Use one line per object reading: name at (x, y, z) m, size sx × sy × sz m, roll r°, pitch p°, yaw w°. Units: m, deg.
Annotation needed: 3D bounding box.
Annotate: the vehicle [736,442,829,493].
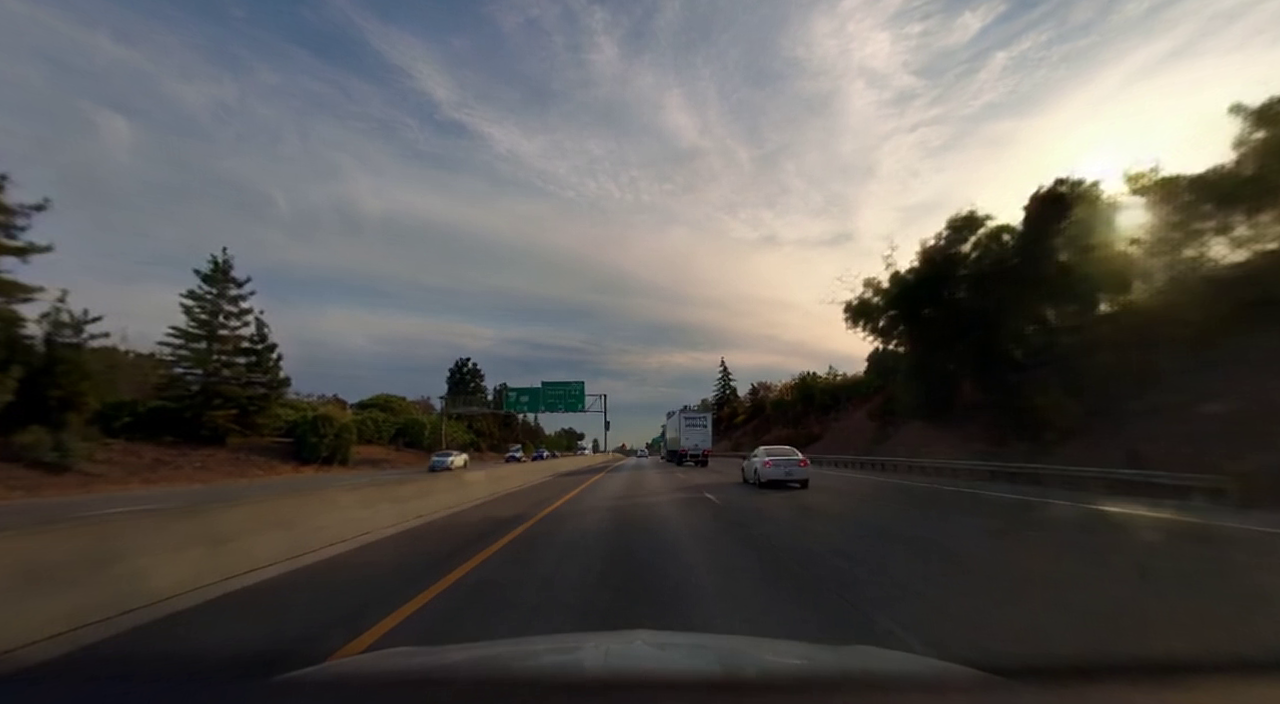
vehicle at (4.476, 3.701, 20.438) m, size 1.917 × 1.471 × 4.149 m, roll 0°, pitch -9°, yaw -2°
